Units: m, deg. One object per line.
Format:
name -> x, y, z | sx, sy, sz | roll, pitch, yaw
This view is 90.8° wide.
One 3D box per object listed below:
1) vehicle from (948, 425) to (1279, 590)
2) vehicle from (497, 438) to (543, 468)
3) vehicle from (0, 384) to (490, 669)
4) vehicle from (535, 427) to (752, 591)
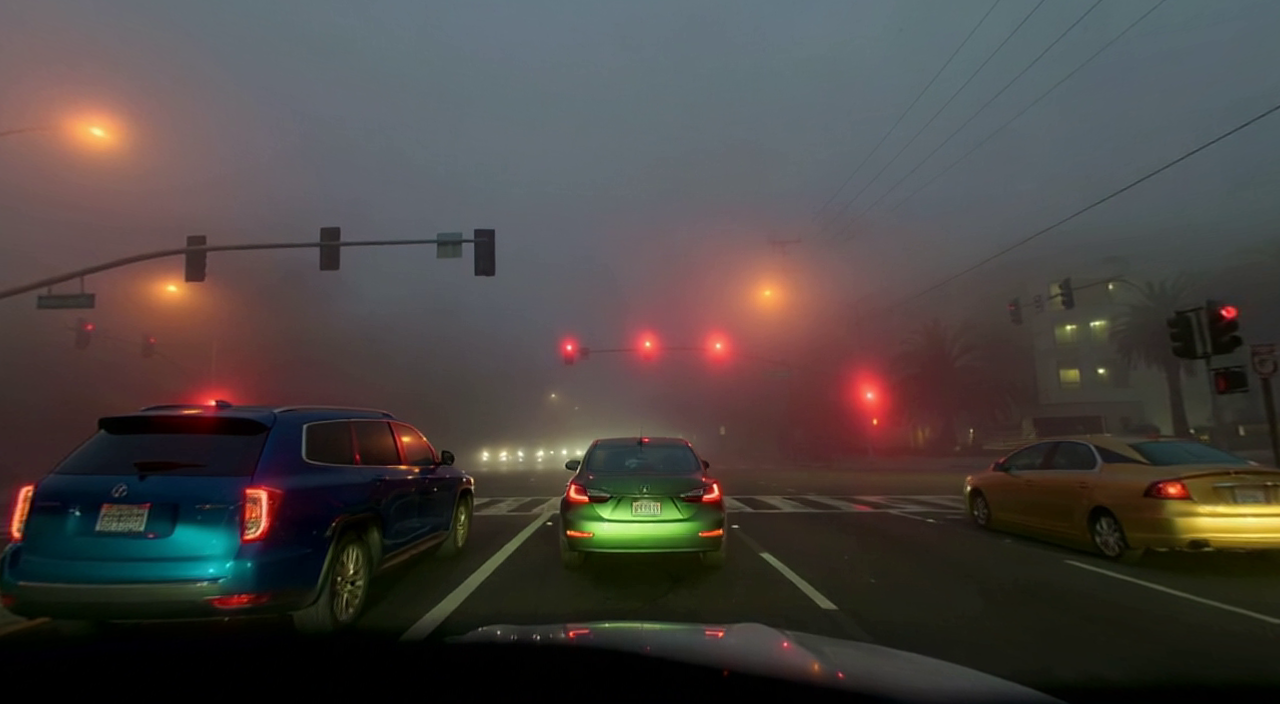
vehicle -> 6.094, 1.759, 8.096 | 1.970, 1.489, 4.482 | 0, -8, -1
vehicle -> -7.914, 6.695, 42.079 | 2.130, 1.810, 4.450 | -2, -8, 1
vehicle -> -3.094, 1.365, 6.082 | 2.051, 1.682, 4.467 | 0, -8, 2
vehicle -> 0.002, 1.706, 7.727 | 1.942, 1.445, 3.973 | 0, -8, -1
